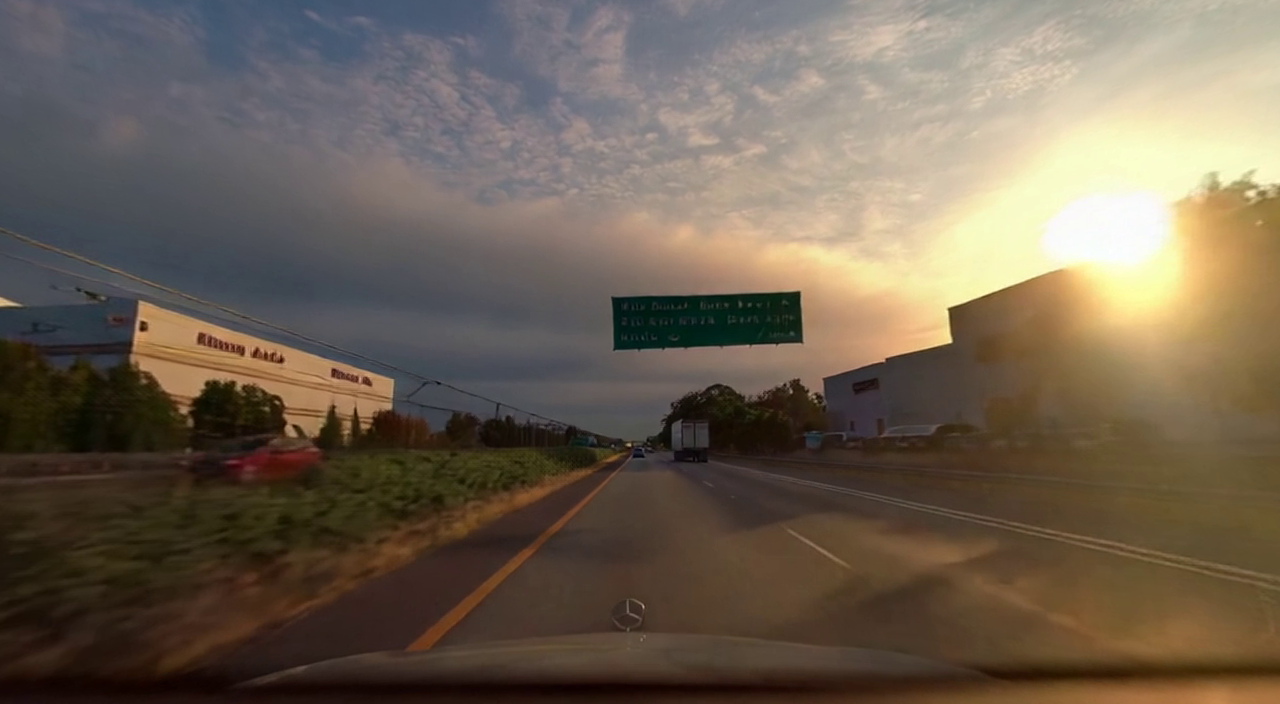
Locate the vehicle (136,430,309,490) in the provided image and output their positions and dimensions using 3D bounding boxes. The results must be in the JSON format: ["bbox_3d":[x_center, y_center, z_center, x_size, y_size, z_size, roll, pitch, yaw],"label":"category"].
[{"bbox_3d":[-12.116,3.174,18.798,1.914,1.562,4.690,0,-9,0],"label":"vehicle"}]
